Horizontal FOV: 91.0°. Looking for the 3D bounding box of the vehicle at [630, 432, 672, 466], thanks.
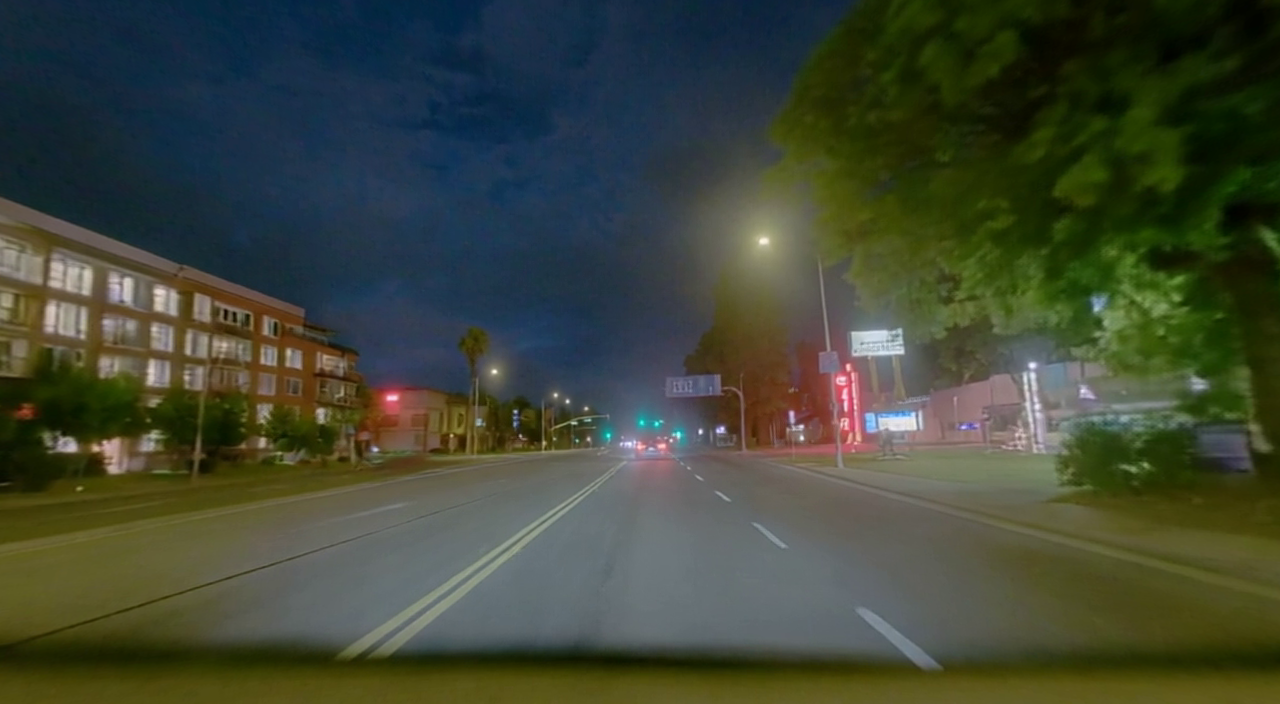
[{"bbox_3d":[0.687,5.502,35.858,2.235,1.719,4.292,1,-8,2],"label":"vehicle"}]
